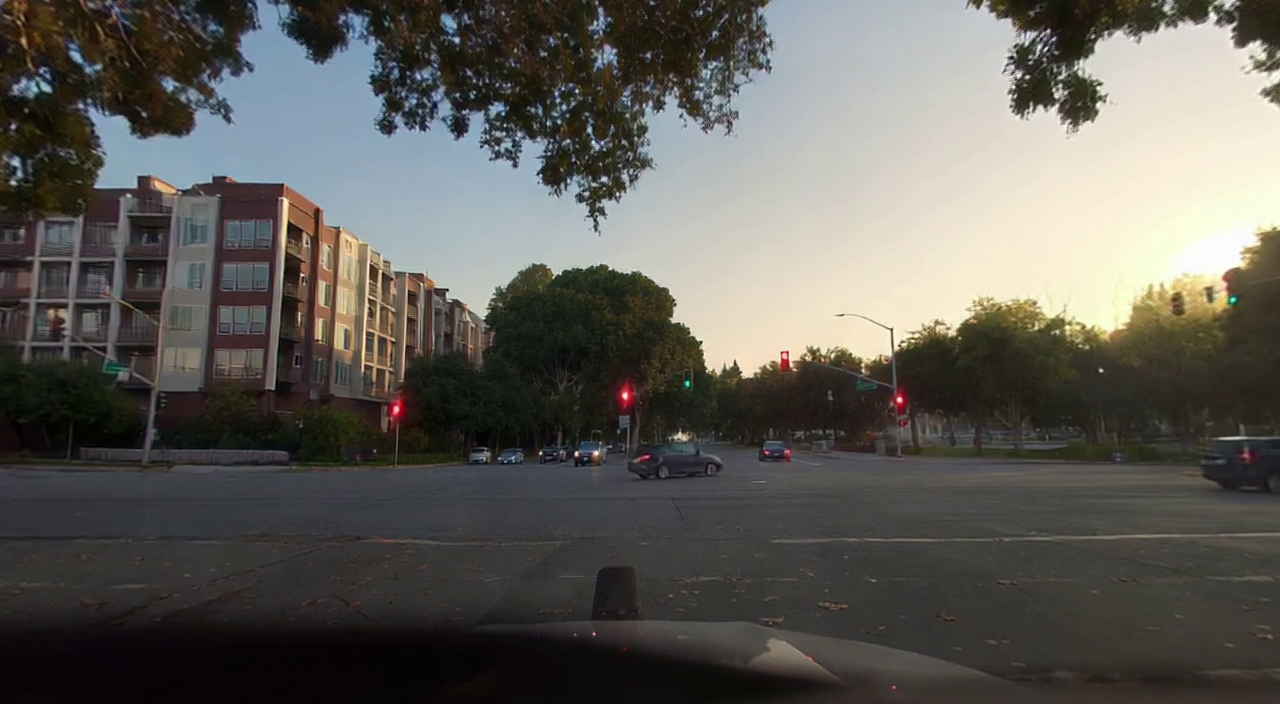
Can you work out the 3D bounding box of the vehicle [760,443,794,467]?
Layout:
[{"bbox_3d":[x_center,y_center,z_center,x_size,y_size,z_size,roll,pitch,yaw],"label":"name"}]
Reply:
[{"bbox_3d":[9.615,7.252,44.641,1.955,1.569,4.397,-1,-8,8],"label":"vehicle"}]

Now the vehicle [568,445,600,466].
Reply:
[{"bbox_3d":[-4.353,8.121,49.749,2.130,1.613,4.121,0,-8,0],"label":"vehicle"}]

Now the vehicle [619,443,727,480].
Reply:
[{"bbox_3d":[1.455,4.648,27.114,4.424,1.454,2.043,7,-11,-40],"label":"vehicle"}]
